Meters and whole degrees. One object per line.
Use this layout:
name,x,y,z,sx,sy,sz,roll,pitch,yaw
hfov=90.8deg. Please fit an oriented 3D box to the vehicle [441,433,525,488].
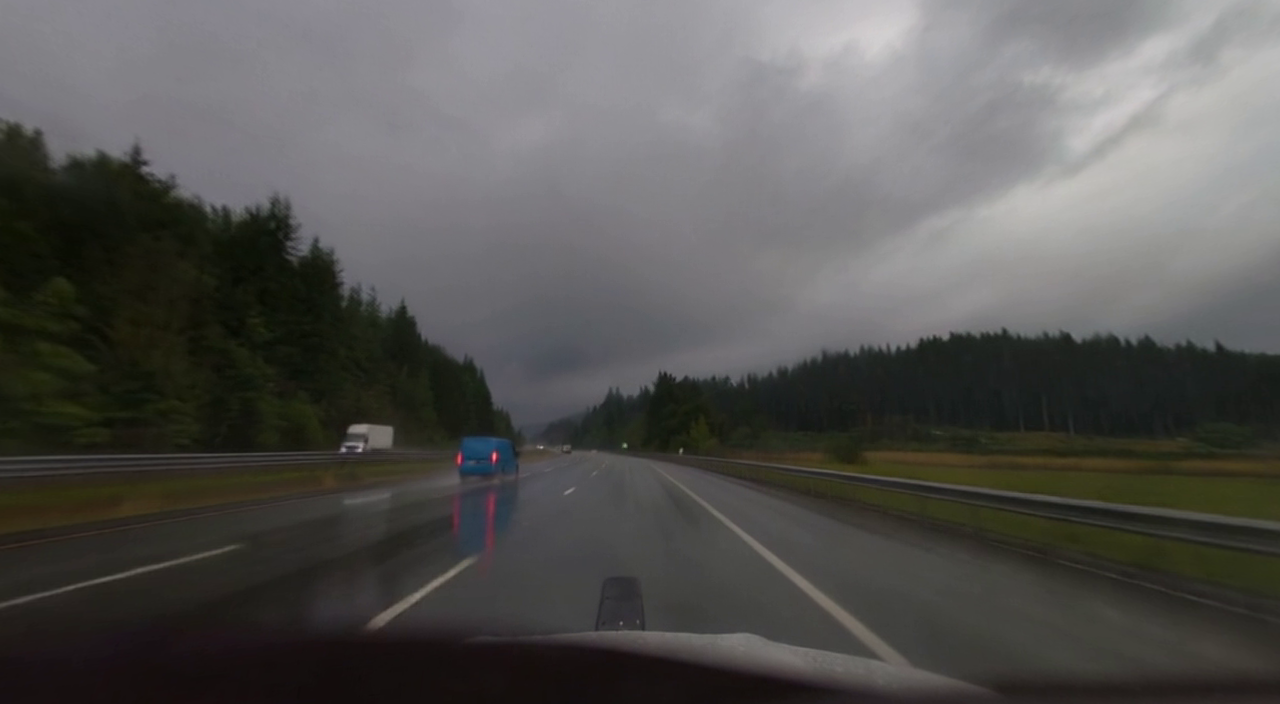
vehicle,-6.305,4.435,26.024,2.197,2.038,4.919,0,-9,0
